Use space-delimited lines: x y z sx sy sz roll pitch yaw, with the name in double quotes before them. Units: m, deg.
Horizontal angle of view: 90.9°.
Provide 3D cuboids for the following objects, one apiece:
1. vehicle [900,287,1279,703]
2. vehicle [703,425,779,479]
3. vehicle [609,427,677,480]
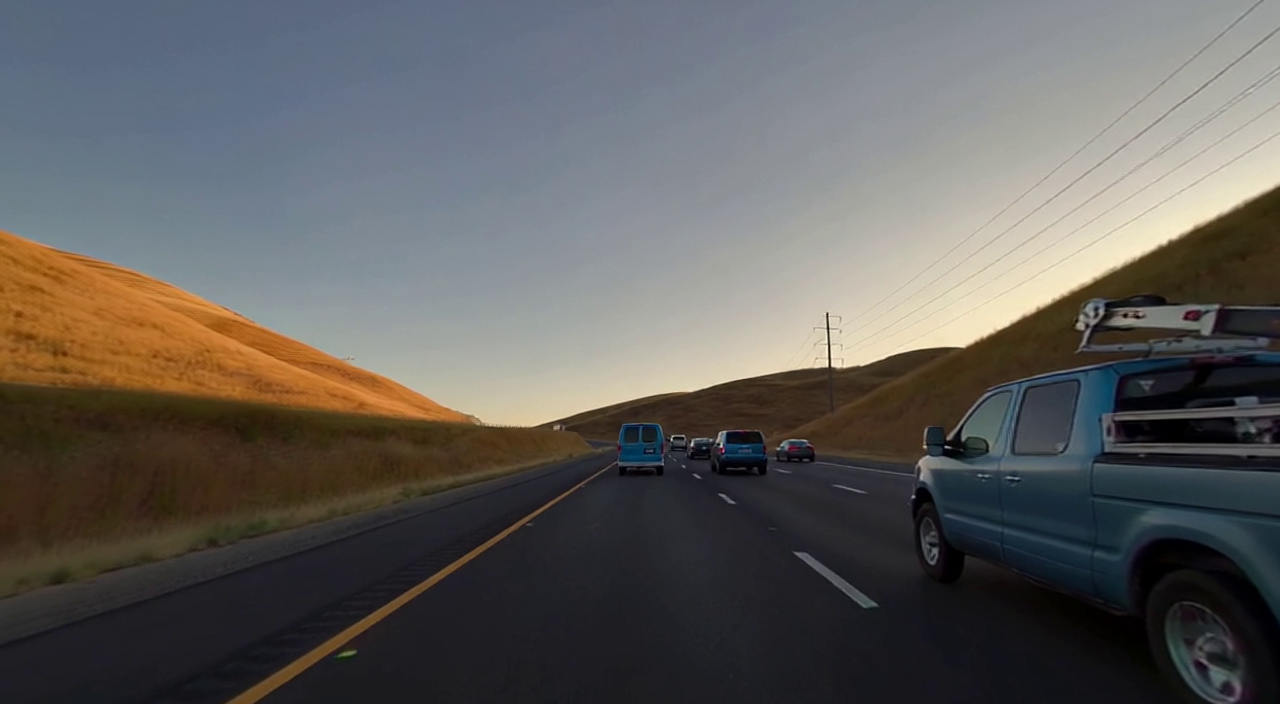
"vehicle" 3.851 0.798 3.126 2.691 1.901 5.744 0 -8 0
"vehicle" 3.673 3.735 23.819 2.139 1.821 4.480 0 -8 0
"vehicle" 0.123 3.763 23.559 2.268 1.772 4.523 0 -8 1
